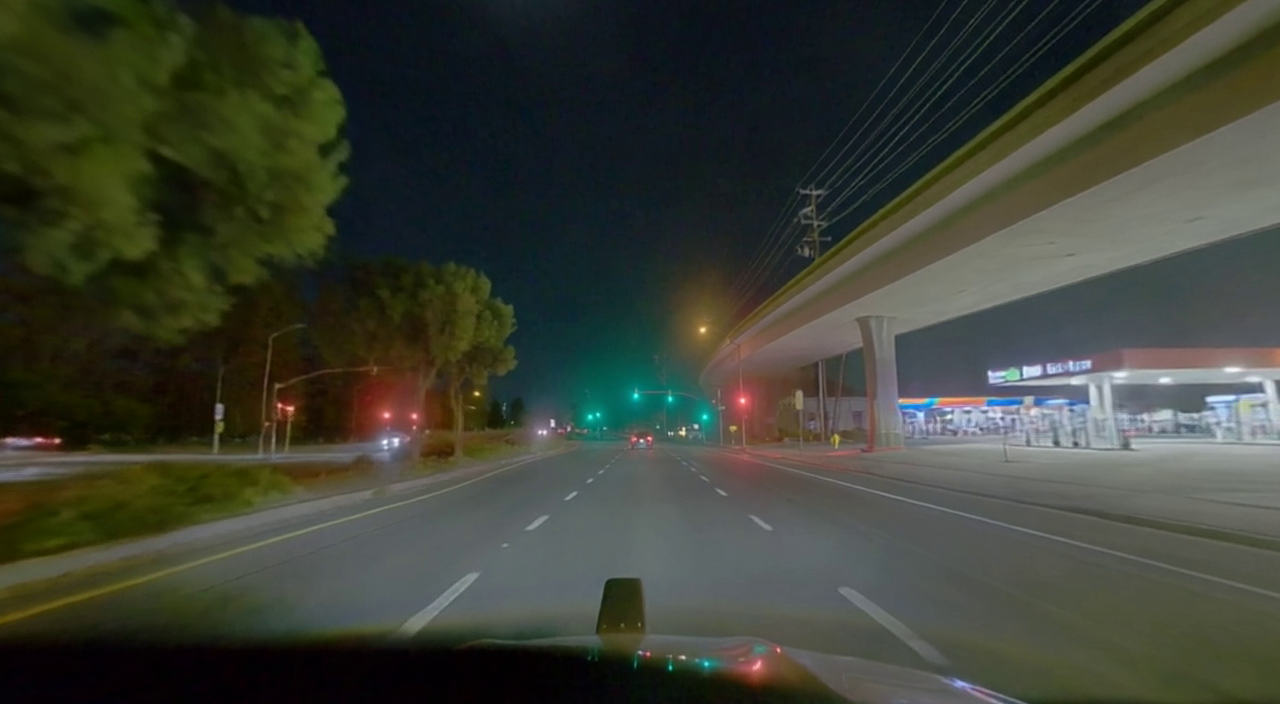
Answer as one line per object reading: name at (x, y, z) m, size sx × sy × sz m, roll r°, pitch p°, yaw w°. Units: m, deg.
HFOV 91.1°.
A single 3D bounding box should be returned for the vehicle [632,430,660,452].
vehicle at (0.431, 6.987, 49.405) m, size 2.074 × 1.631 × 3.793 m, roll 0°, pitch -8°, yaw 0°
